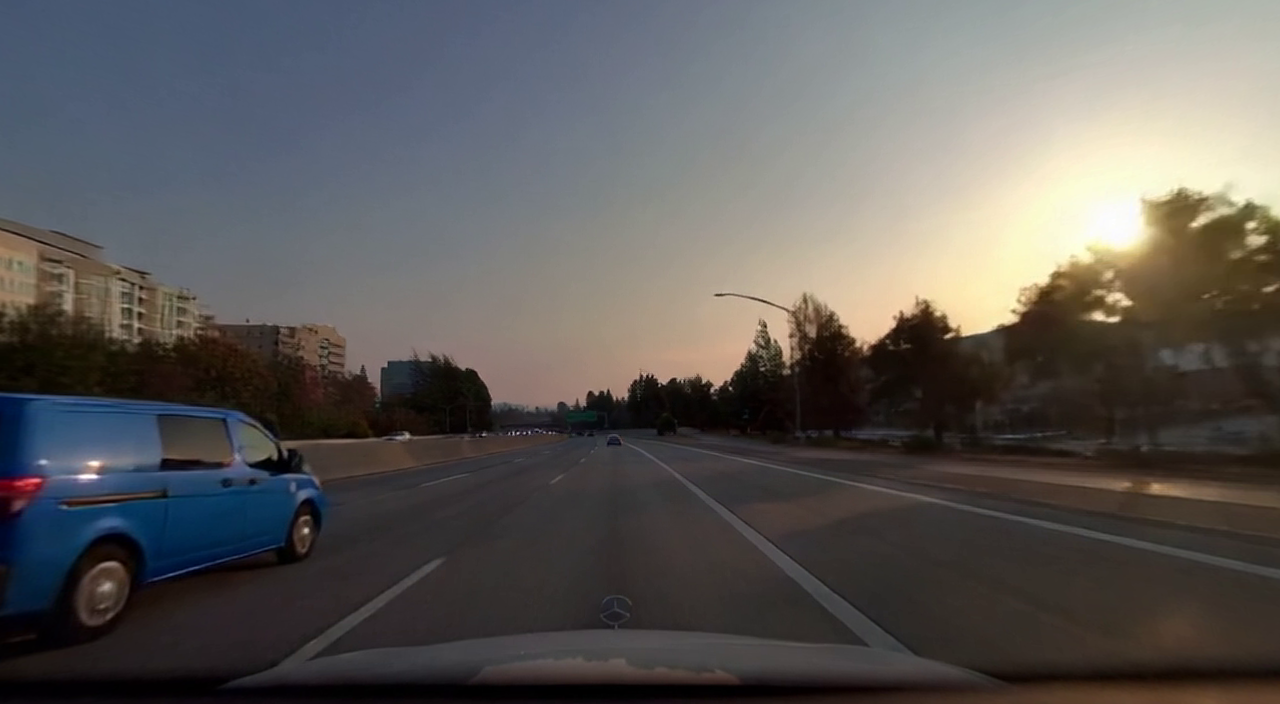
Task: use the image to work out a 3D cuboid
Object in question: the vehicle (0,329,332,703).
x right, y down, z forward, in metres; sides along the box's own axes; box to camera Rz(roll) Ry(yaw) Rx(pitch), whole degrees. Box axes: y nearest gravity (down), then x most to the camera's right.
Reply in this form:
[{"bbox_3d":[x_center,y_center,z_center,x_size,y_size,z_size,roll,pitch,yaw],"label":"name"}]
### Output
[{"bbox_3d":[-4.231,0.944,4.036,2.219,1.827,4.738,0,-8,-2],"label":"vehicle"}]
